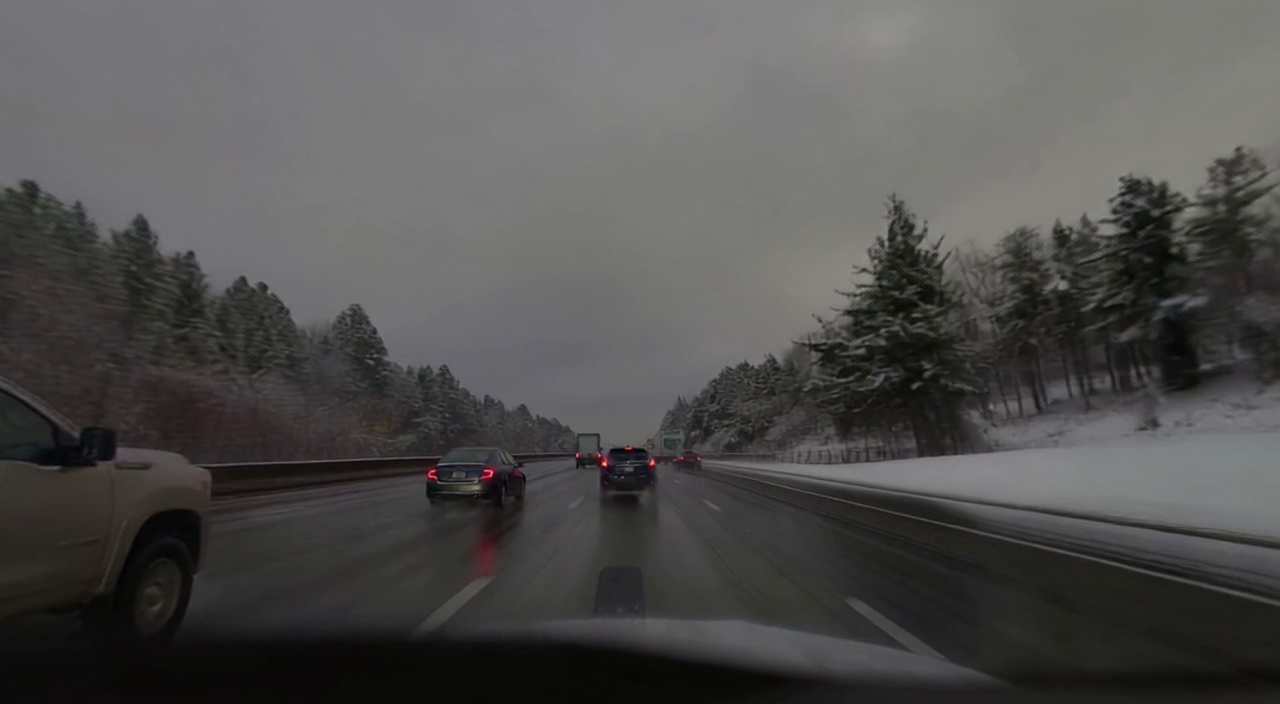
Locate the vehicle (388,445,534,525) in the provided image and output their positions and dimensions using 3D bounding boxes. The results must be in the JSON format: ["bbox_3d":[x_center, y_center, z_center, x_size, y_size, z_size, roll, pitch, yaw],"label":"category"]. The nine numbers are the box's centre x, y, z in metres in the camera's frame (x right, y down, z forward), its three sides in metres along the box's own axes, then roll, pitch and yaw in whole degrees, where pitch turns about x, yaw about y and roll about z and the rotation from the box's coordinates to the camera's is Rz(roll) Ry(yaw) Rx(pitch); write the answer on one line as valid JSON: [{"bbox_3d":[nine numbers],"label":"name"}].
[{"bbox_3d":[-3.774,2.884,14.276,1.988,1.501,4.438,0,-9,0],"label":"vehicle"}]

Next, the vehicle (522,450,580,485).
[{"bbox_3d":[-4.012,5.279,29.140,1.999,1.484,4.269,0,-9,1],"label":"vehicle"}]

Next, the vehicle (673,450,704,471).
[{"bbox_3d":[3.578,8.077,47.153,1.858,1.537,3.838,0,-9,-2],"label":"vehicle"}]

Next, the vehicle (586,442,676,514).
[{"bbox_3d":[-0.201,3.065,15.736,1.996,1.574,3.426,0,-9,0],"label":"vehicle"}]

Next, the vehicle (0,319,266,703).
[{"bbox_3d":[-3.949,0.712,2.149,2.243,1.889,4.949,0,-9,1],"label":"vehicle"}]
